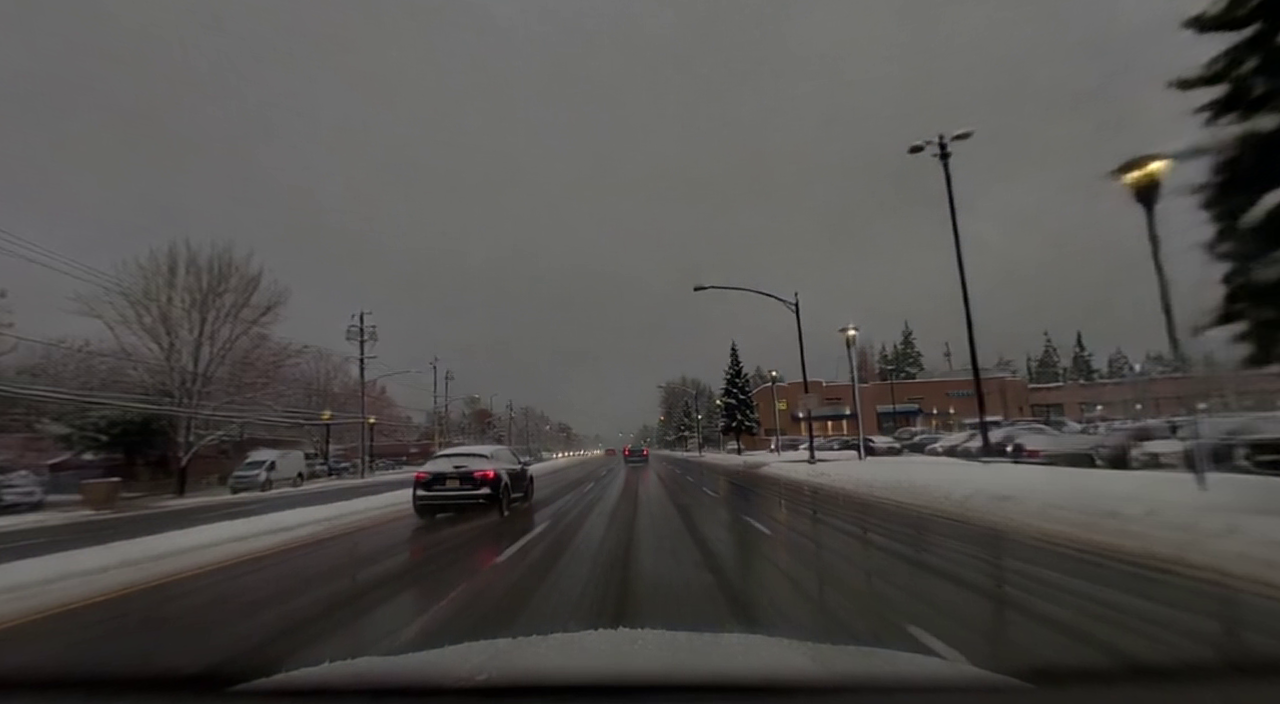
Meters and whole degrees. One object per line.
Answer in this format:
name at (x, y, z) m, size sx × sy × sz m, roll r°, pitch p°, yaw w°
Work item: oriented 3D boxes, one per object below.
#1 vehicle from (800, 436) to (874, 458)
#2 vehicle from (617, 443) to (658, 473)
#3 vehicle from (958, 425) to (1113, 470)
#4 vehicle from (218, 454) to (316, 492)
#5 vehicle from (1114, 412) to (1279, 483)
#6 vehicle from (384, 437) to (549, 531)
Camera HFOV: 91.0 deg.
vehicle at (14.066, 6.819, 45.184) m, size 4.630 × 1.497 × 2.016 m, roll 0°, pitch -9°, yaw 0°
vehicle at (-0.142, 5.496, 32.917) m, size 2.019 × 1.459 × 4.005 m, roll 0°, pitch -9°, yaw -1°
vehicle at (14.502, 3.524, 23.283) m, size 4.307 × 1.552 × 2.063 m, roll 0°, pitch -9°, yaw 0°
vehicle at (-23.024, 7.435, 39.269) m, size 2.416 × 2.082 × 6.190 m, roll 0°, pitch -9°, yaw -2°
vehicle at (14.320, 2.286, 15.108) m, size 4.184 × 1.555 × 2.033 m, roll 0°, pitch -9°, yaw 0°
vehicle at (-3.096, 2.444, 12.292) m, size 1.939 × 1.496 × 4.309 m, roll 0°, pitch -9°, yaw 1°
